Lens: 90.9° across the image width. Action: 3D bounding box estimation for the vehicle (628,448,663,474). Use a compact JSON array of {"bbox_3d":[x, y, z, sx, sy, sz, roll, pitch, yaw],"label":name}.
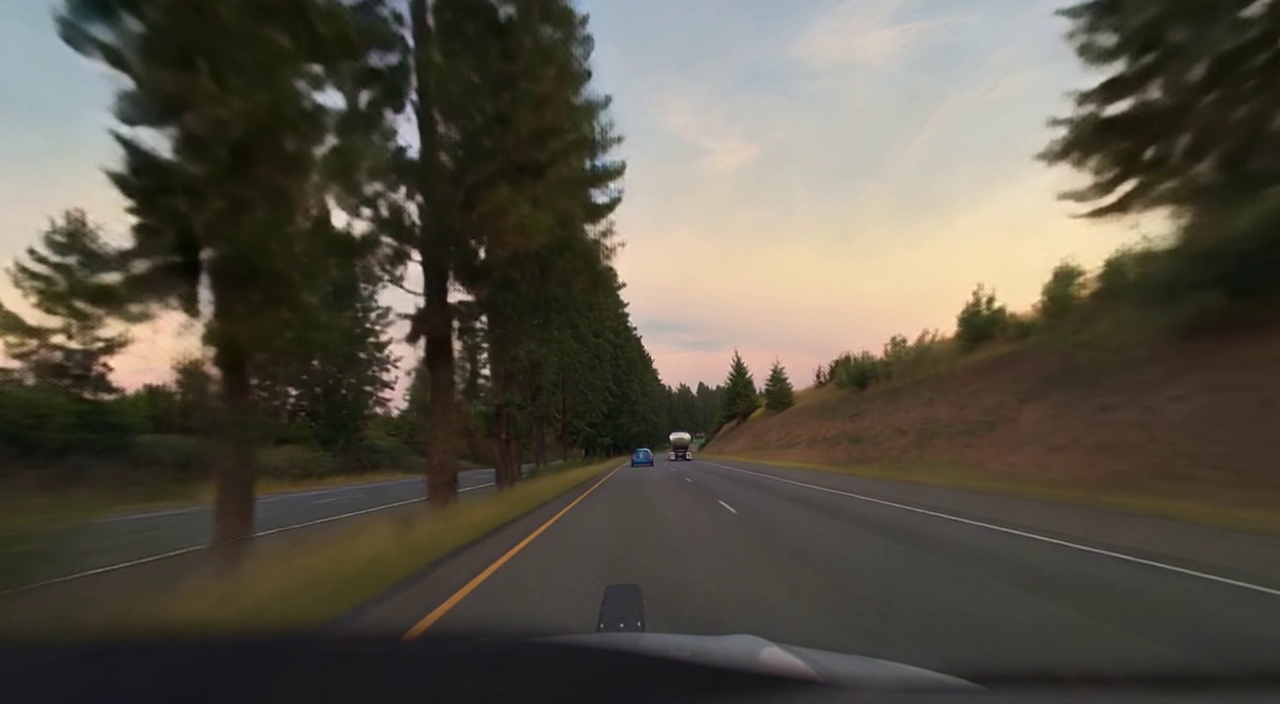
[{"bbox_3d":[0.301,6.379,37.069,1.926,1.386,3.615,0,-9,0],"label":"vehicle"}]
